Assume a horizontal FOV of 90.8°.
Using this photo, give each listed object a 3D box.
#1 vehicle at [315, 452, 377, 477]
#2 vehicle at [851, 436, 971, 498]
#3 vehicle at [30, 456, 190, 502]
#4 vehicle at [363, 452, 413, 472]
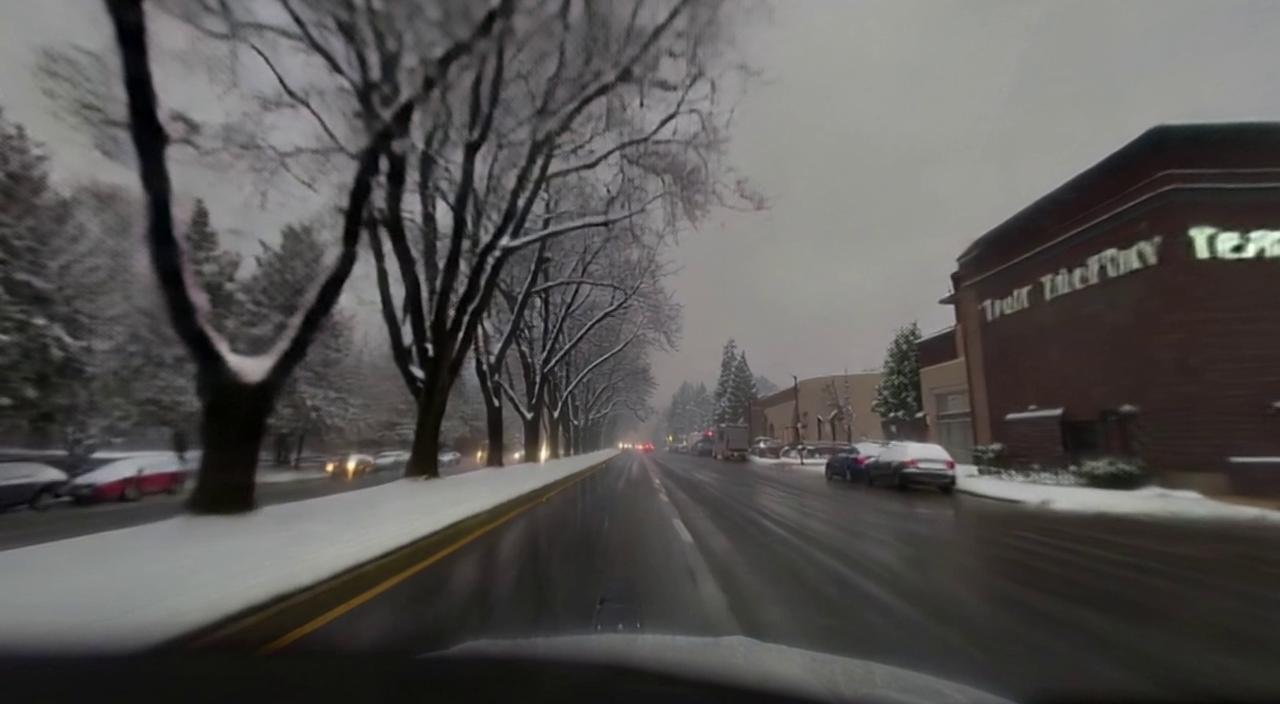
[{"bbox_3d":[-19.537,7.463,42.223,1.890,1.468,4.727,0,-9,0],"label":"vehicle"},{"bbox_3d":[9.161,3.885,21.830,1.994,1.738,4.622,5,-9,-2],"label":"vehicle"},{"bbox_3d":[-19.631,4.692,23.769,1.840,1.464,4.781,0,-9,1],"label":"vehicle"},{"bbox_3d":[-19.456,8.480,48.918,1.787,1.482,4.645,-1,-9,3],"label":"vehicle"}]
